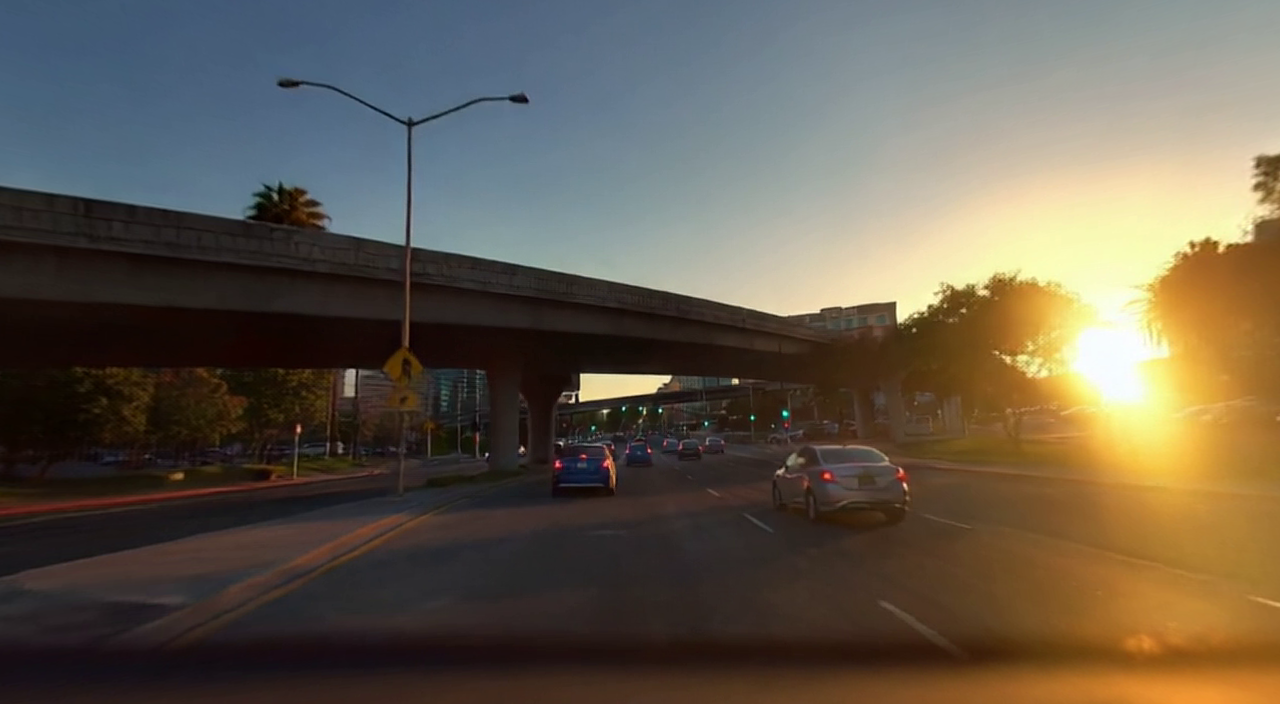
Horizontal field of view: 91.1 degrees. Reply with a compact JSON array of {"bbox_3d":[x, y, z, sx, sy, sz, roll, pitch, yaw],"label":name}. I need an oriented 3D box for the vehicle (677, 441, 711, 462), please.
[{"bbox_3d":[4.083,7.612,48.257,2.119,1.509,4.495,0,-8,-1],"label":"vehicle"}]

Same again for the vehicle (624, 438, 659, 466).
[{"bbox_3d":[0.096,6.457,40.505,2.172,1.694,4.055,0,-8,0],"label":"vehicle"}]

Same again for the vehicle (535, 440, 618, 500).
[{"bbox_3d":[-1.748,3.320,18.160,2.111,1.506,4.018,1,-8,-4],"label":"vehicle"}]

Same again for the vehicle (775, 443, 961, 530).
[{"bbox_3d":[4.211,2.526,12.462,2.156,1.404,4.120,0,-8,0],"label":"vehicle"}]
